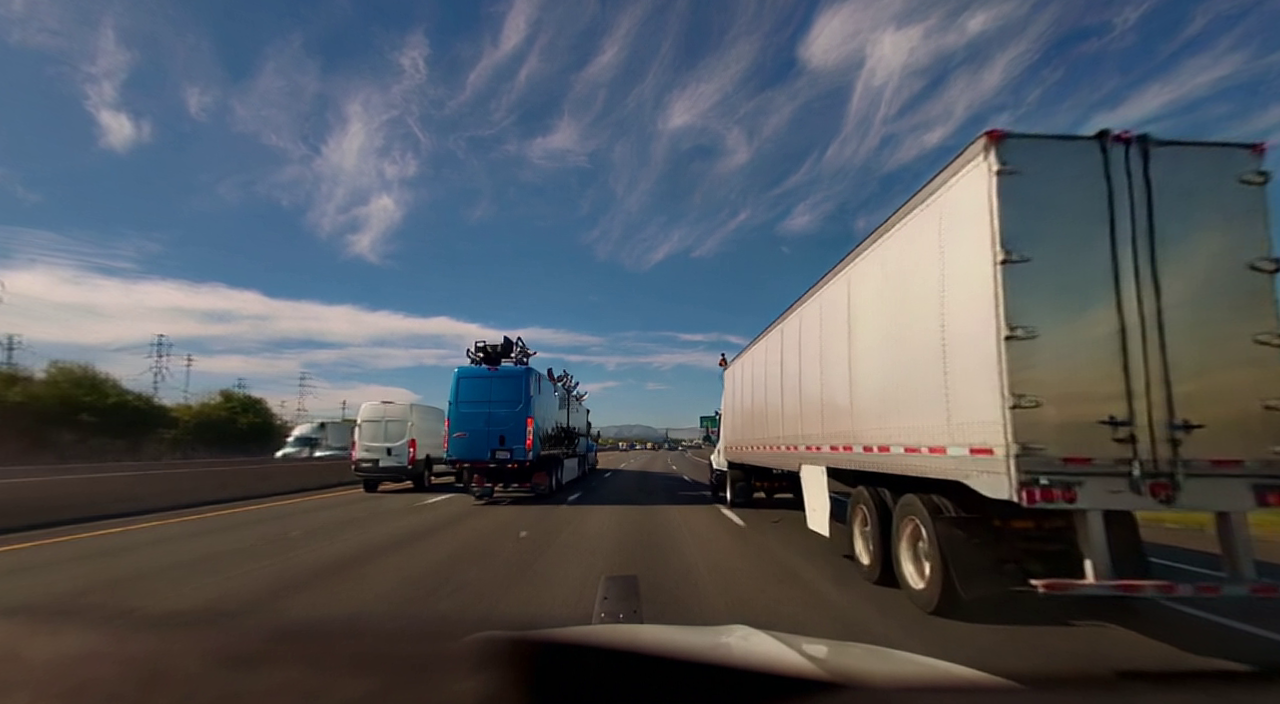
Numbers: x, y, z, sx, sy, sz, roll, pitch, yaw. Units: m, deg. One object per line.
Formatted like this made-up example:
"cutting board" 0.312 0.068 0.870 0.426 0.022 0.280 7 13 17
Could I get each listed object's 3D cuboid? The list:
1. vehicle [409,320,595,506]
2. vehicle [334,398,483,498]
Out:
"vehicle" -3.636 2.593 22.235 2.939 4.132 16.303 -1 -9 0
"vehicle" -6.965 3.014 20.025 2.385 2.672 6.049 0 -8 0
